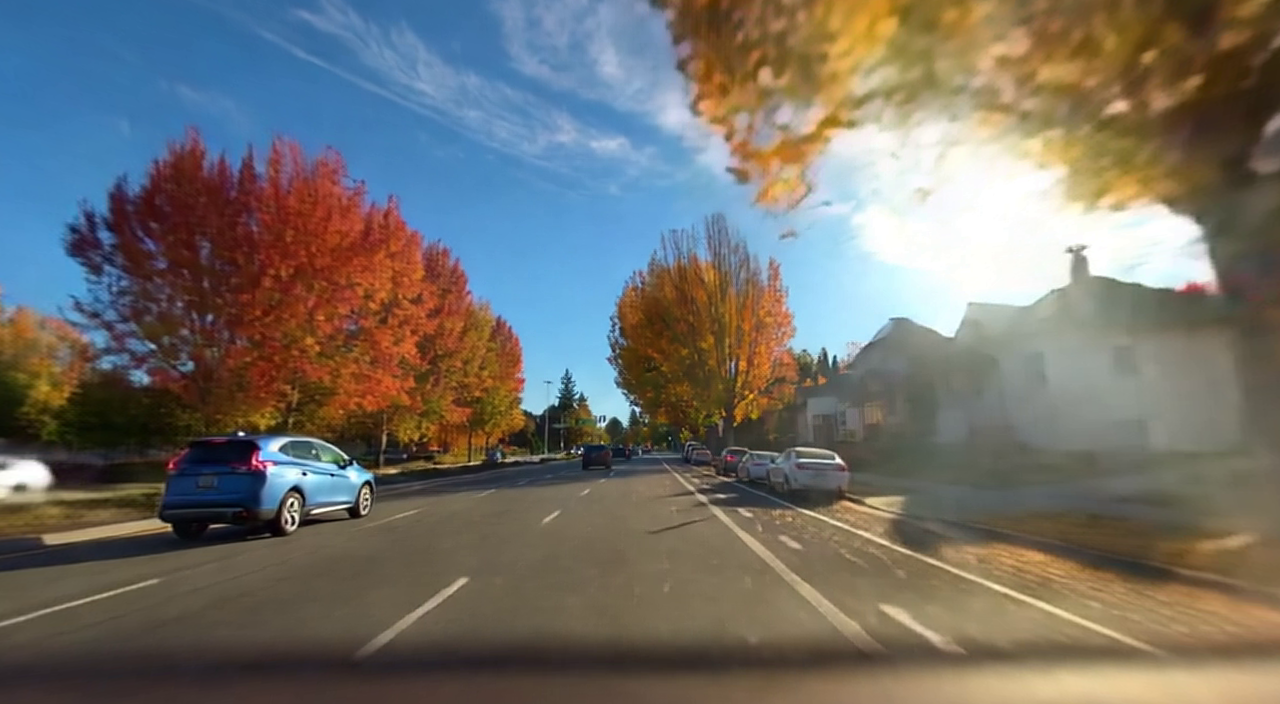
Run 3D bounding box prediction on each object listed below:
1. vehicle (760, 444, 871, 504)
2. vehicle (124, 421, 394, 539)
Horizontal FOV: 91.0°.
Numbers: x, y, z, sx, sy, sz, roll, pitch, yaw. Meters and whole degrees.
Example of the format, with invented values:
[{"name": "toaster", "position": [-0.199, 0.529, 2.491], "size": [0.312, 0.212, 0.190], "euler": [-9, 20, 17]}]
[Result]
[{"name": "vehicle", "position": [4.969, 3.514, 18.596], "size": [1.952, 1.505, 4.713], "euler": [0, -9, 0]}, {"name": "vehicle", "position": [-6.496, 2.237, 11.557], "size": [2.034, 1.711, 4.512], "euler": [0, -9, 1]}]
